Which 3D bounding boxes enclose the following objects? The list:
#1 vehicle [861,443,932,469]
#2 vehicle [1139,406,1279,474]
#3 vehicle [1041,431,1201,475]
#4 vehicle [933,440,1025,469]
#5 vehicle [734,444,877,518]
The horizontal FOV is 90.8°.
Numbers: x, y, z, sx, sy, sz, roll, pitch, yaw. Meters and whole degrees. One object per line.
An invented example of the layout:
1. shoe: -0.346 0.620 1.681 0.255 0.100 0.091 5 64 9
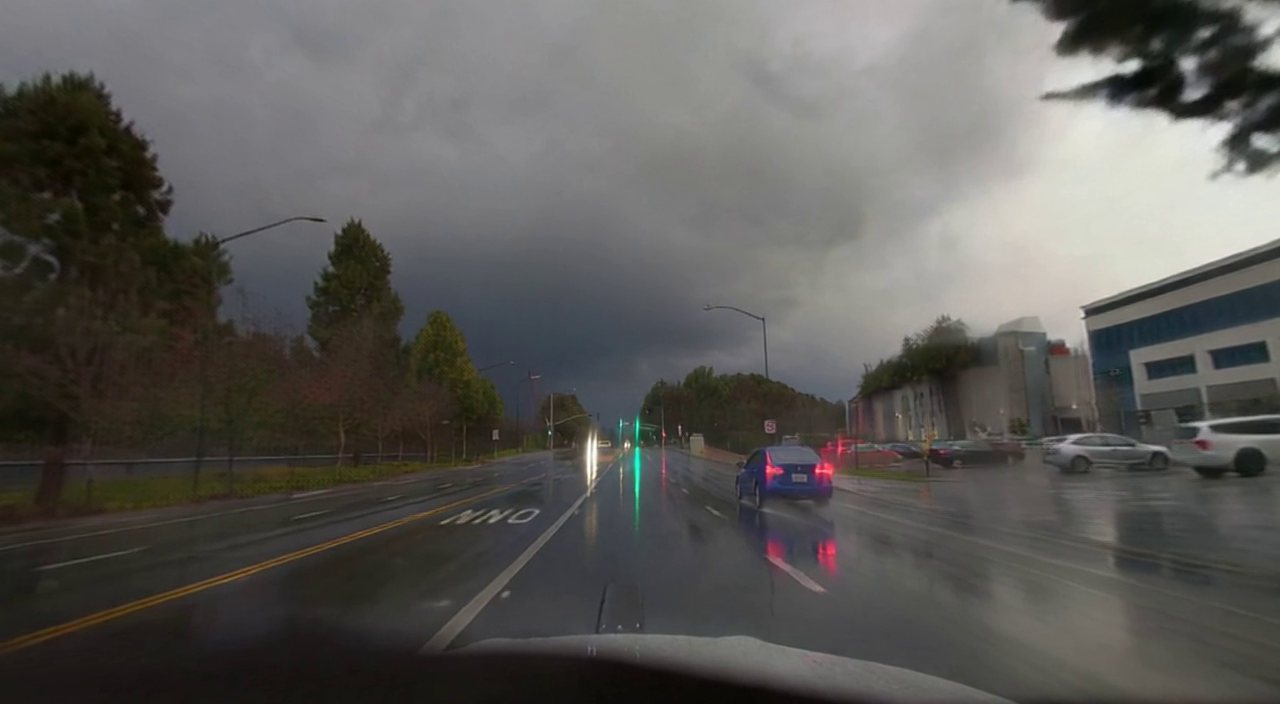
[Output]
1. vehicle: 19.418 7.895 47.873 4.418 1.418 1.873 -5 -14 -2
2. vehicle: 18.527 2.523 18.147 6.156 1.801 2.491 -1 -9 0
3. vehicle: 18.162 3.828 24.016 4.436 1.556 1.997 0 -9 -2
4. vehicle: 17.682 5.344 33.096 3.622 1.432 2.029 0 -9 -3
5. vehicle: 3.736 2.974 15.232 2.114 1.493 4.430 0 -8 -2
